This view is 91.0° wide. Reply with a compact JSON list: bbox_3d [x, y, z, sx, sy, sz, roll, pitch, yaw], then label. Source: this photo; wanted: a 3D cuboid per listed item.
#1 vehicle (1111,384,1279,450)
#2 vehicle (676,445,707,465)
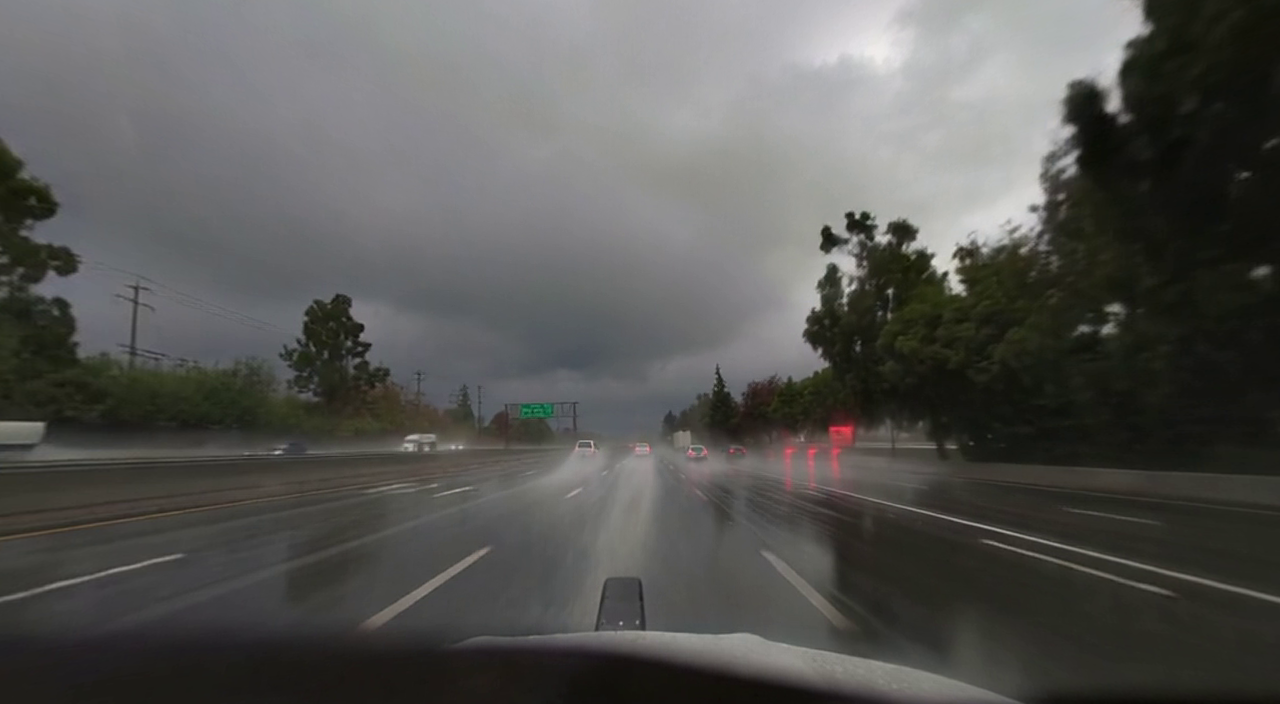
[{"bbox_3d":[42.177,5.079,46.284,2.955,4.183,15.830,0,-9,0],"label":"vehicle"},{"bbox_3d":[3.972,8.021,49.256,2.076,1.506,4.050,0,-9,1],"label":"vehicle"}]
